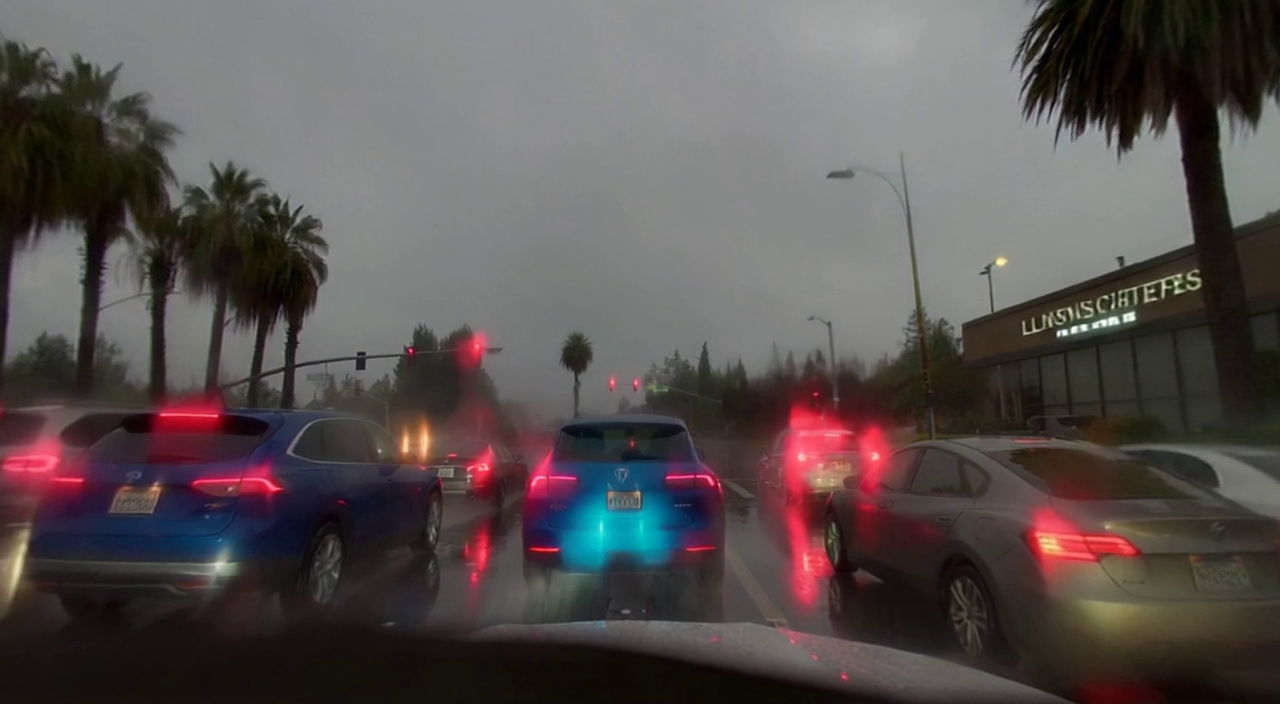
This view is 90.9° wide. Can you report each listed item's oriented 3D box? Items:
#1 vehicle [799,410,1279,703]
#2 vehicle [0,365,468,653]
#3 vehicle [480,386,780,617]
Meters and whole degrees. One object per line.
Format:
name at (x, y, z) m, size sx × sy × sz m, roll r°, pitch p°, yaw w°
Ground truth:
vehicle at (2.967, 1.362, 5.249) m, size 2.017 × 1.491 × 4.611 m, roll 0°, pitch -8°, yaw -1°
vehicle at (-3.346, 1.276, 6.124) m, size 2.014 × 1.755 × 4.360 m, roll 0°, pitch -8°, yaw 1°
vehicle at (-0.130, 1.457, 7.060) m, size 2.280 × 1.747 × 4.361 m, roll 0°, pitch -8°, yaw -2°
